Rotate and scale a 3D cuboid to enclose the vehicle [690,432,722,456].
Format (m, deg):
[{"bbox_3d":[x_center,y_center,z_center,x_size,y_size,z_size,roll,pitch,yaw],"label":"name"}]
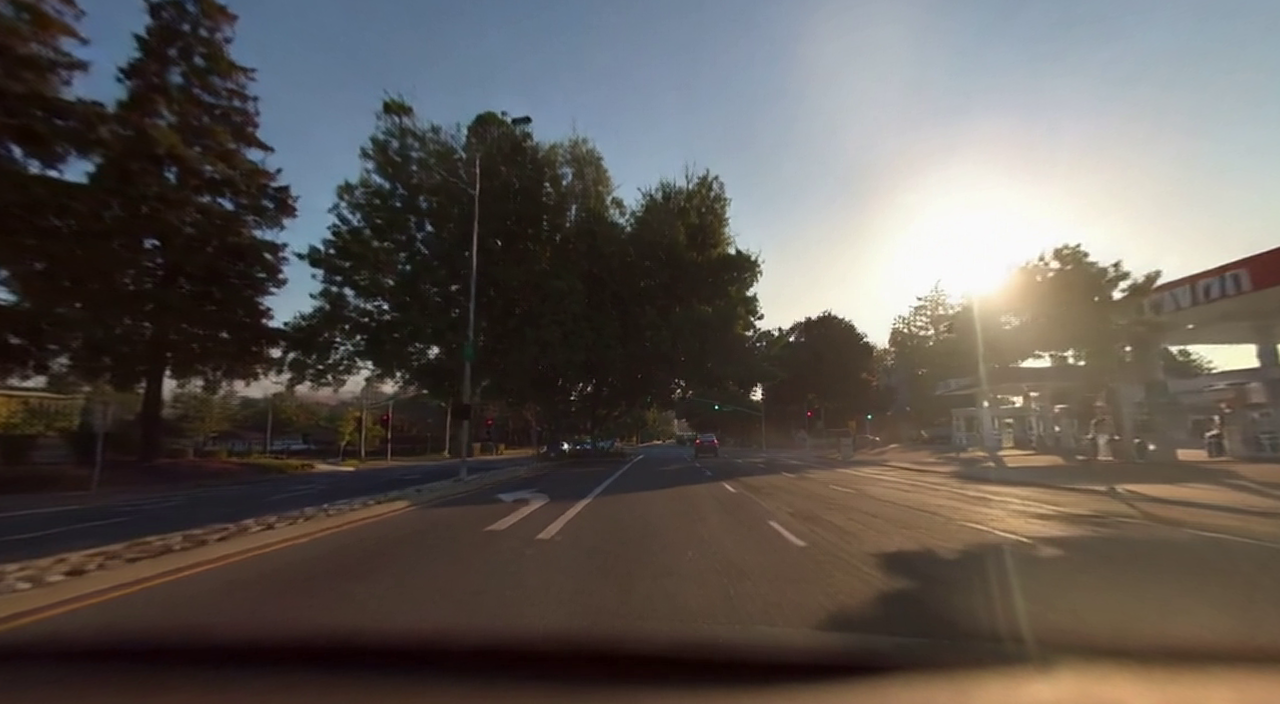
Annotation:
[{"bbox_3d":[5.101,7.212,49.233,2.090,1.717,4.063,0,-8,0],"label":"vehicle"}]
